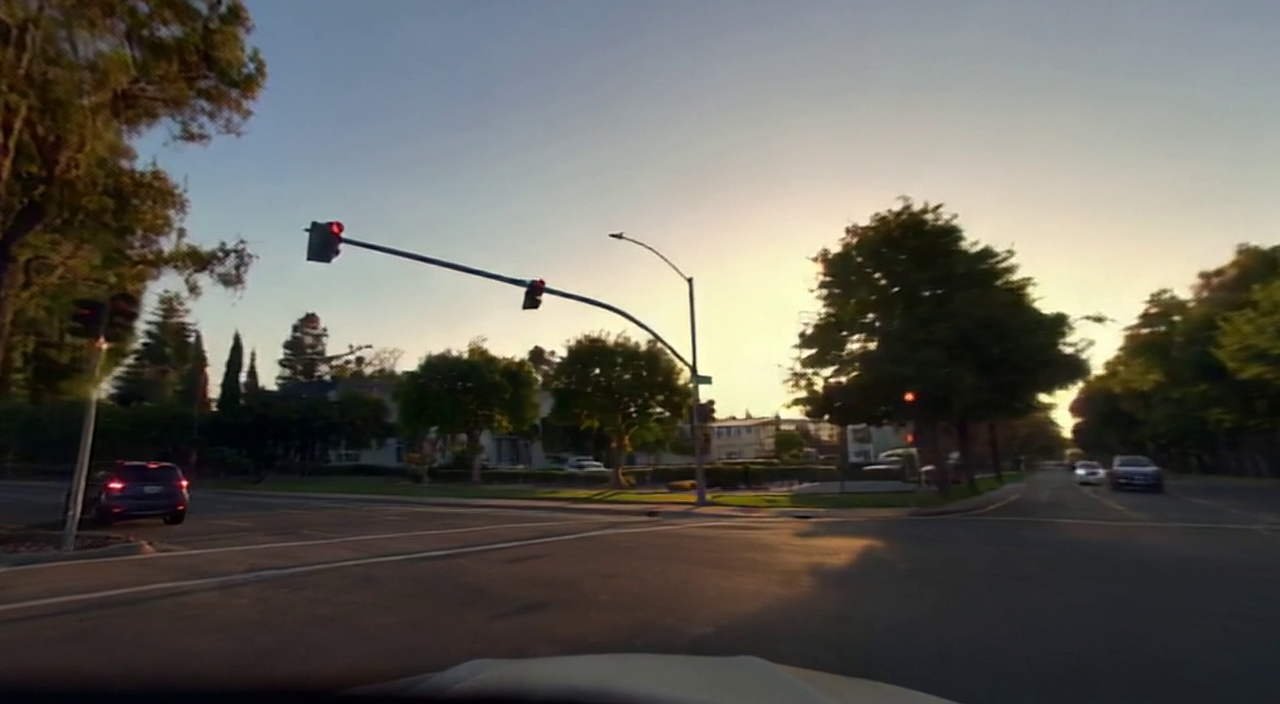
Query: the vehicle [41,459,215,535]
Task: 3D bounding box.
[{"bbox_3d":[-13.204,3.605,16.254,4.247,1.591,2.093,-5,-10,32],"label":"vehicle"}]
